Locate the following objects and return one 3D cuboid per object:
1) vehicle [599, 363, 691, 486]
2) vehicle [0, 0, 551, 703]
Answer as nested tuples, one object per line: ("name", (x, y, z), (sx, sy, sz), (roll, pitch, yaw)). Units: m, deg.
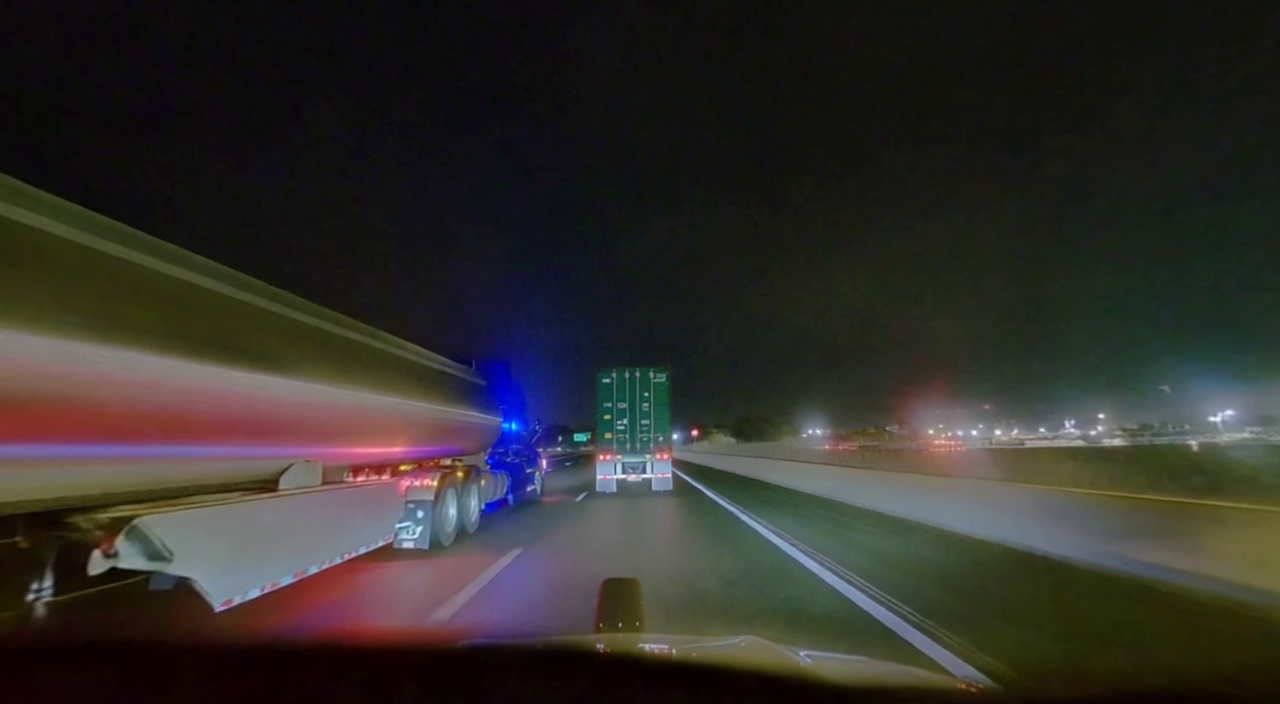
("vehicle", (0.208, 3.195, 26.162), (2.942, 4.003, 11.297), (0, -9, 0))
("vehicle", (-4.057, 0.692, 7.758), (3.267, 3.655, 17.154), (0, -8, 1))
